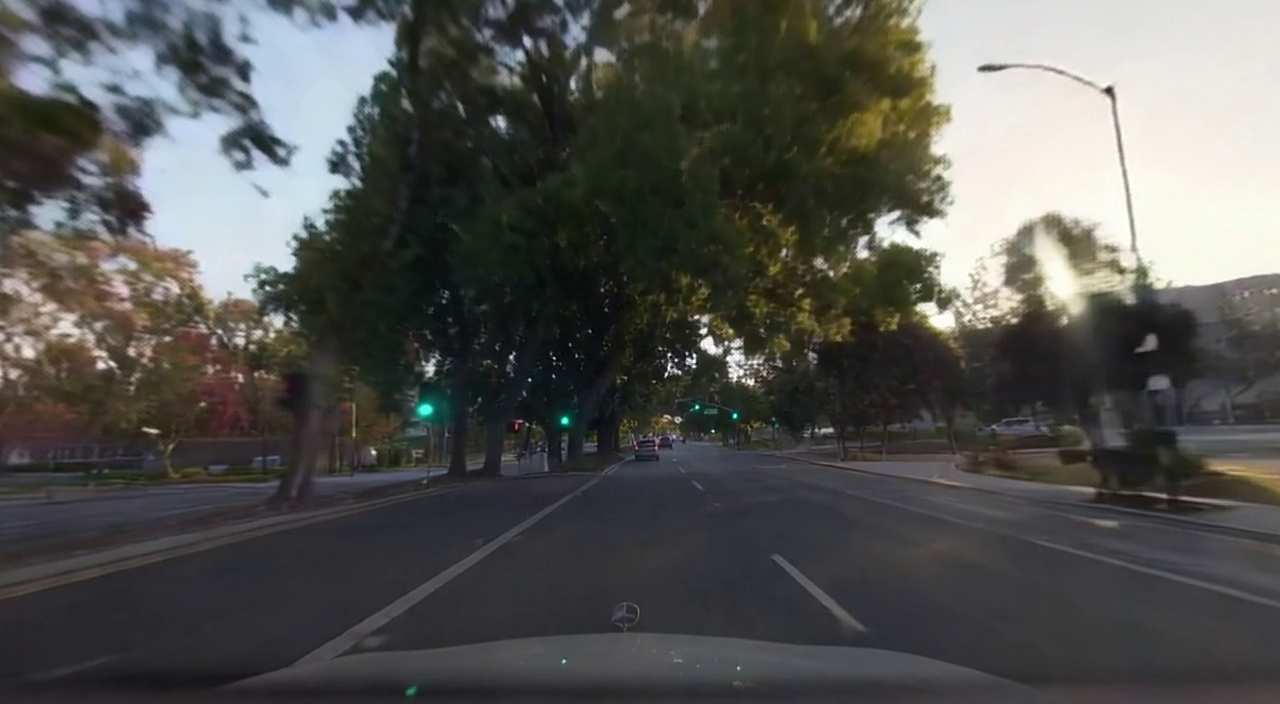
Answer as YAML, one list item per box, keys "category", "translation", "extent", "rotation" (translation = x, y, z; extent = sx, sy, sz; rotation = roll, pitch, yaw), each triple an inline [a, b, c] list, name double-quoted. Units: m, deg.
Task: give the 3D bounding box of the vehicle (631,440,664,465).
- category: "vehicle"
  translation: [0.517, 6.540, 41.259]
  extent: [2.037, 1.568, 3.693]
  rotation: [0, -9, 2]
